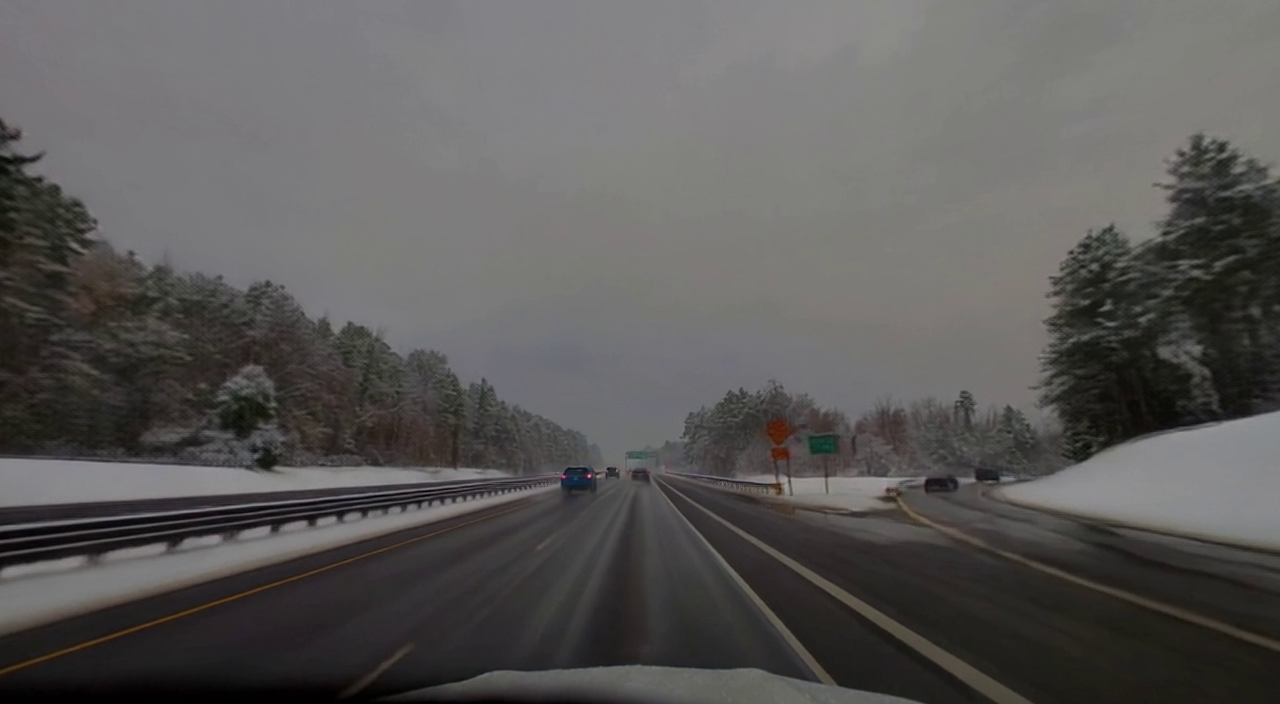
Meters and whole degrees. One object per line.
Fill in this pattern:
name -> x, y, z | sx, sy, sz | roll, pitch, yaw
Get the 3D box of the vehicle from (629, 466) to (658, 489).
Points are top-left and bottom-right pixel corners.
vehicle -> 0.266, 9.286, 46.734 | 2.065, 1.596, 3.869 | 1, -11, 0

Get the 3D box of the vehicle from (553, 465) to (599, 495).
vehicle -> -3.521, 7.175, 35.529 | 2.047, 1.523, 4.279 | 1, -11, 1
